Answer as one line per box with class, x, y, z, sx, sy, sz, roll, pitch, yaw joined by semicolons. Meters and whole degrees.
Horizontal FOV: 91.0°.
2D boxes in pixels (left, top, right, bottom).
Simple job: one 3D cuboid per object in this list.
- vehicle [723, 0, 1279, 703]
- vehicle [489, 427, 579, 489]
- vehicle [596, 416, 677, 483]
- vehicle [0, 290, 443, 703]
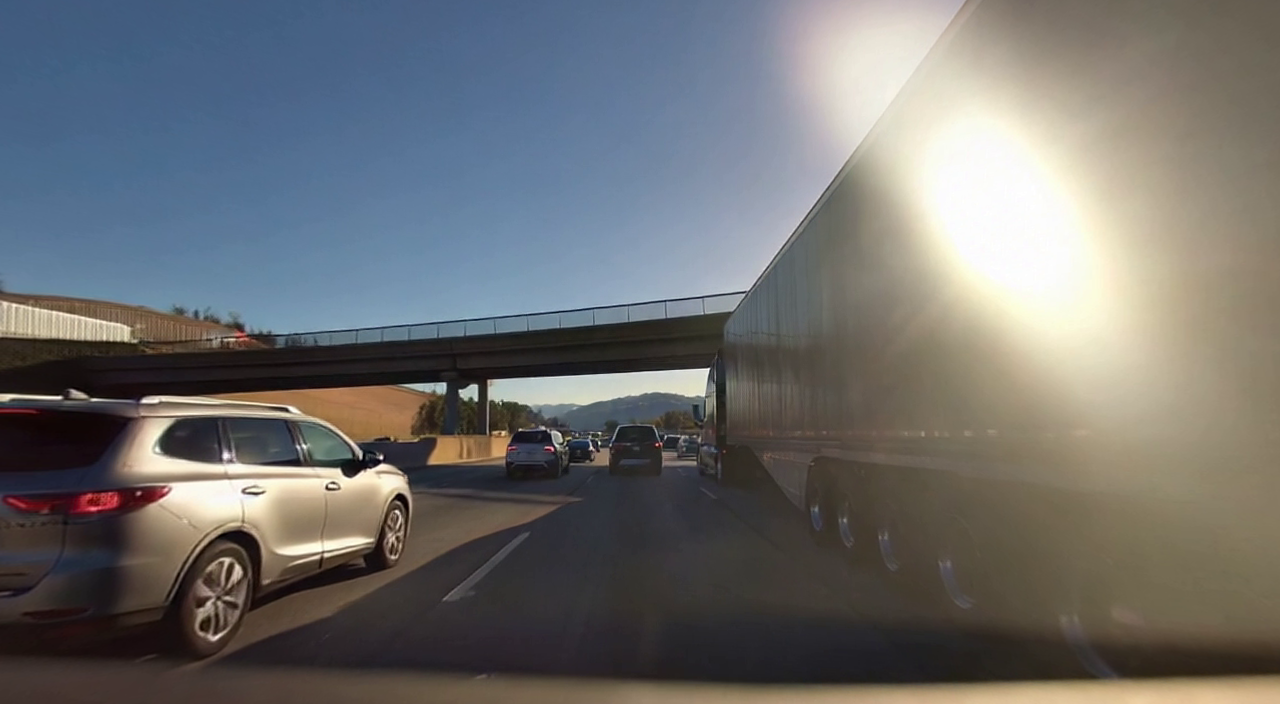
vehicle;3.603;0.285;7.511;2.852;4.121;16.210;0;-8;-1
vehicle;-3.335;3.463;20.879;2.120;1.812;4.659;0;-8;1
vehicle;-0.136;3.668;23.958;2.704;2.216;5.804;0;-8;0
vehicle;-3.256;1.031;4.325;2.193;1.803;4.958;0;-8;0
